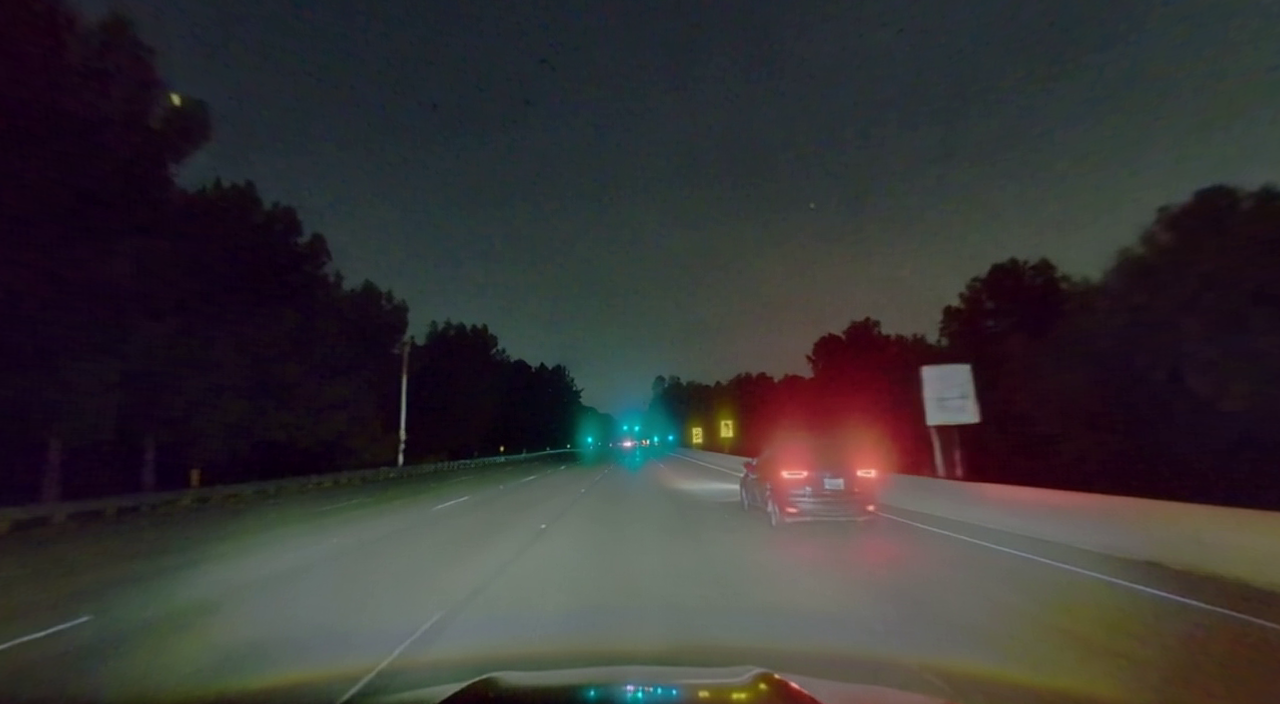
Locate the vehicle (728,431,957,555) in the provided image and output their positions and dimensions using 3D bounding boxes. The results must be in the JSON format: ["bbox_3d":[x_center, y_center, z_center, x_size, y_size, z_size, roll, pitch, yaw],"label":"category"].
[{"bbox_3d":[2.756,2.035,9.887,2.042,1.469,4.470,0,-8,-1],"label":"vehicle"}]
